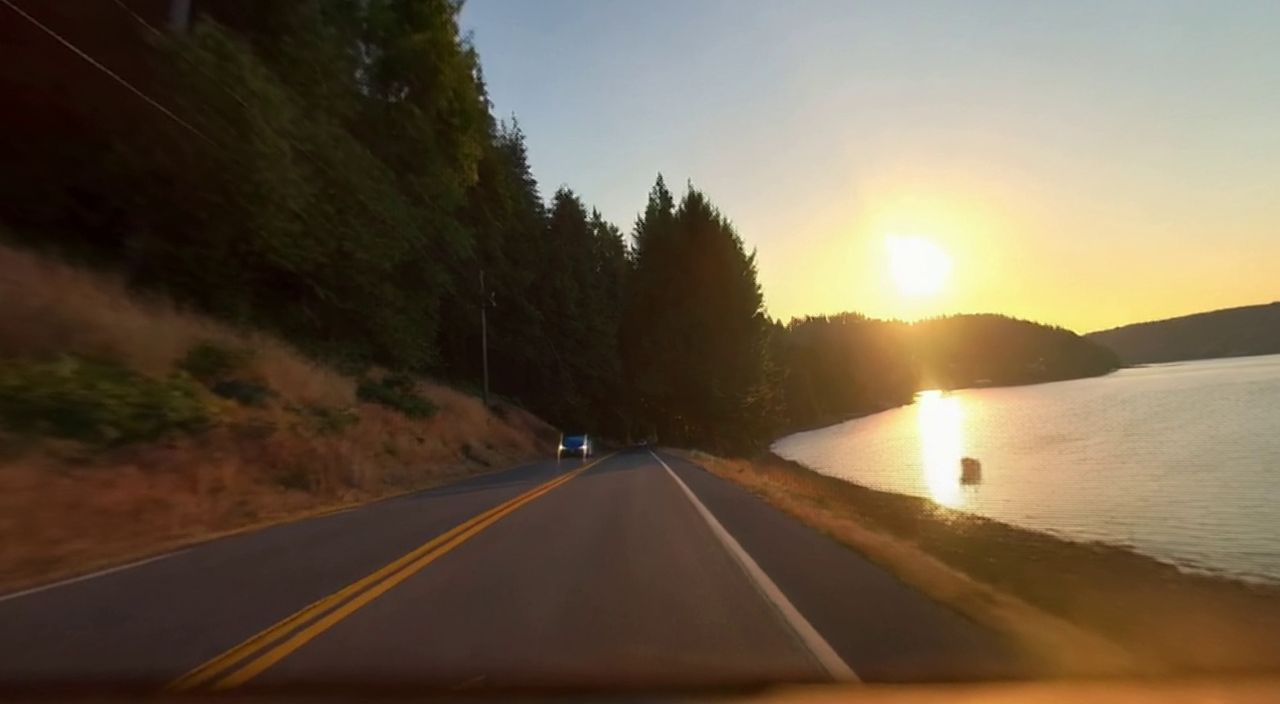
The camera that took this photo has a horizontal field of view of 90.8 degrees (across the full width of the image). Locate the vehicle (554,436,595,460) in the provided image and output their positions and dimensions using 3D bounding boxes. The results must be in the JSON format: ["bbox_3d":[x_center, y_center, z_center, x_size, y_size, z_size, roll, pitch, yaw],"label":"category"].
[{"bbox_3d":[-4.403,6.525,43.180,2.179,1.579,4.637,0,-8,1],"label":"vehicle"}]
